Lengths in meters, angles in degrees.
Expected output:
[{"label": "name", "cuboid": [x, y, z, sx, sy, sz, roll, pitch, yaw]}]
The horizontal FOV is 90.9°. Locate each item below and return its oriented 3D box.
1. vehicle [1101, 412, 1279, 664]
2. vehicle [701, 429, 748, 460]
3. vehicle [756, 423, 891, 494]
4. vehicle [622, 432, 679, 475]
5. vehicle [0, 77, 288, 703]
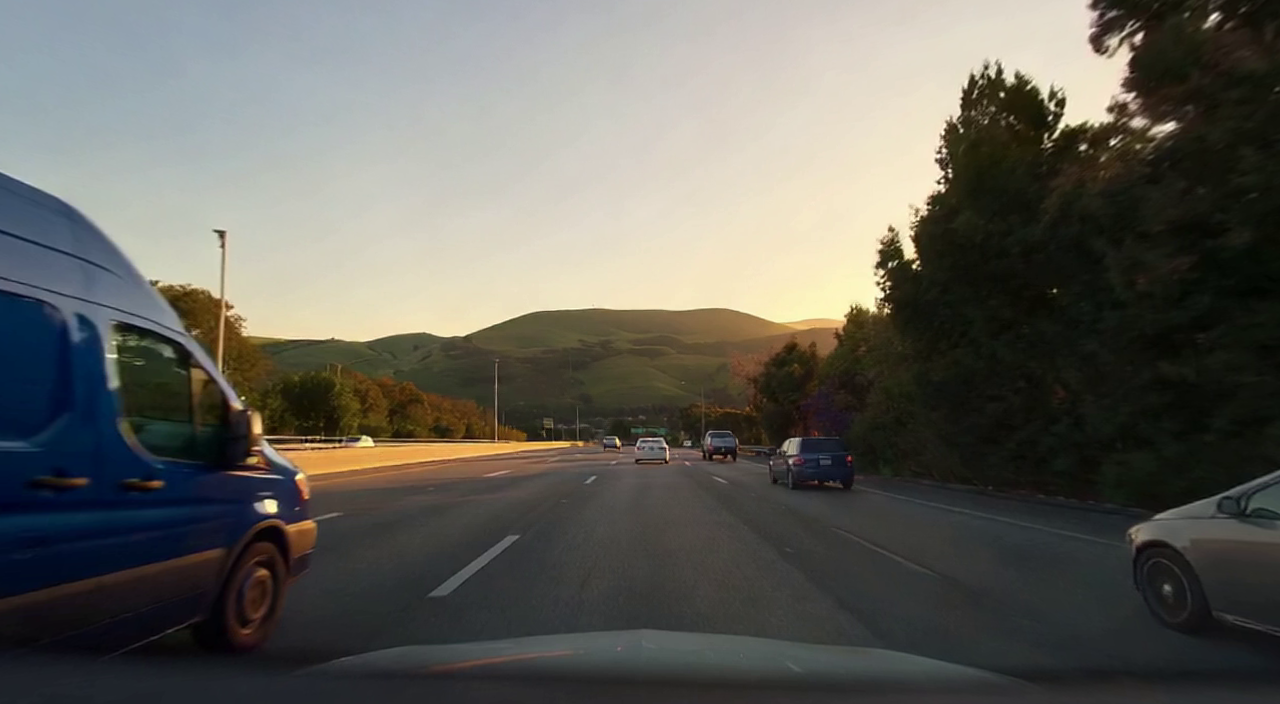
[{"label": "vehicle", "cuboid": [4.864, 0.985, 2.949, 2.050, 1.491, 4.362, 0, -8, -1]}, {"label": "vehicle", "cuboid": [5.403, 6.014, 40.904, 2.229, 1.837, 4.710, 0, -8, -2]}, {"label": "vehicle", "cuboid": [4.736, 2.833, 17.060, 2.270, 1.660, 4.101, 0, -8, -2]}, {"label": "vehicle", "cuboid": [0.367, 3.929, 24.590, 2.054, 1.504, 3.890, 0, -8, 0]}, {"label": "vehicle", "cuboid": [-3.585, 0.159, 1.262, 2.396, 2.664, 5.735, 0, -8, 0]}]
